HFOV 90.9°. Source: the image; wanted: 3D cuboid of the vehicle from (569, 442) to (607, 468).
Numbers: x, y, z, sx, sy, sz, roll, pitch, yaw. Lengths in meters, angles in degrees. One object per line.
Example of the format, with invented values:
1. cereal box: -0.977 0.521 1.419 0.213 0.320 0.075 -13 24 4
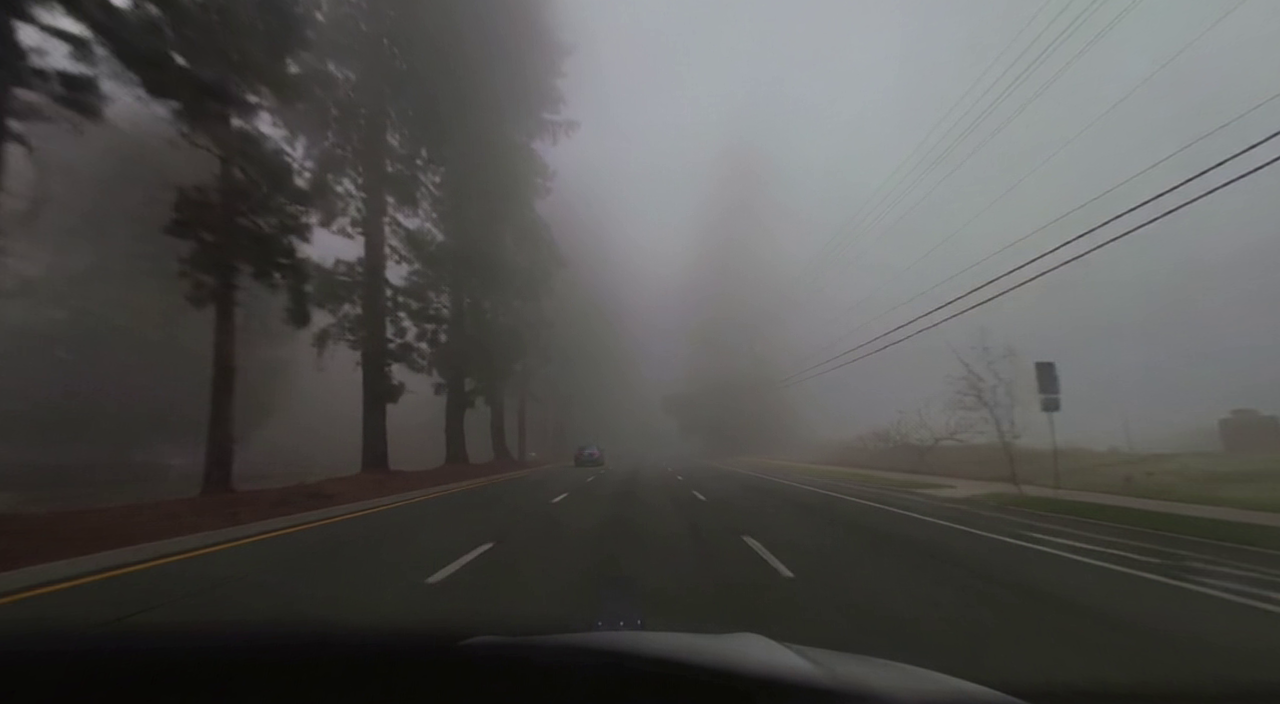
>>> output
1. vehicle: -3.251 6.518 39.988 2.007 1.514 4.049 0 -8 1
